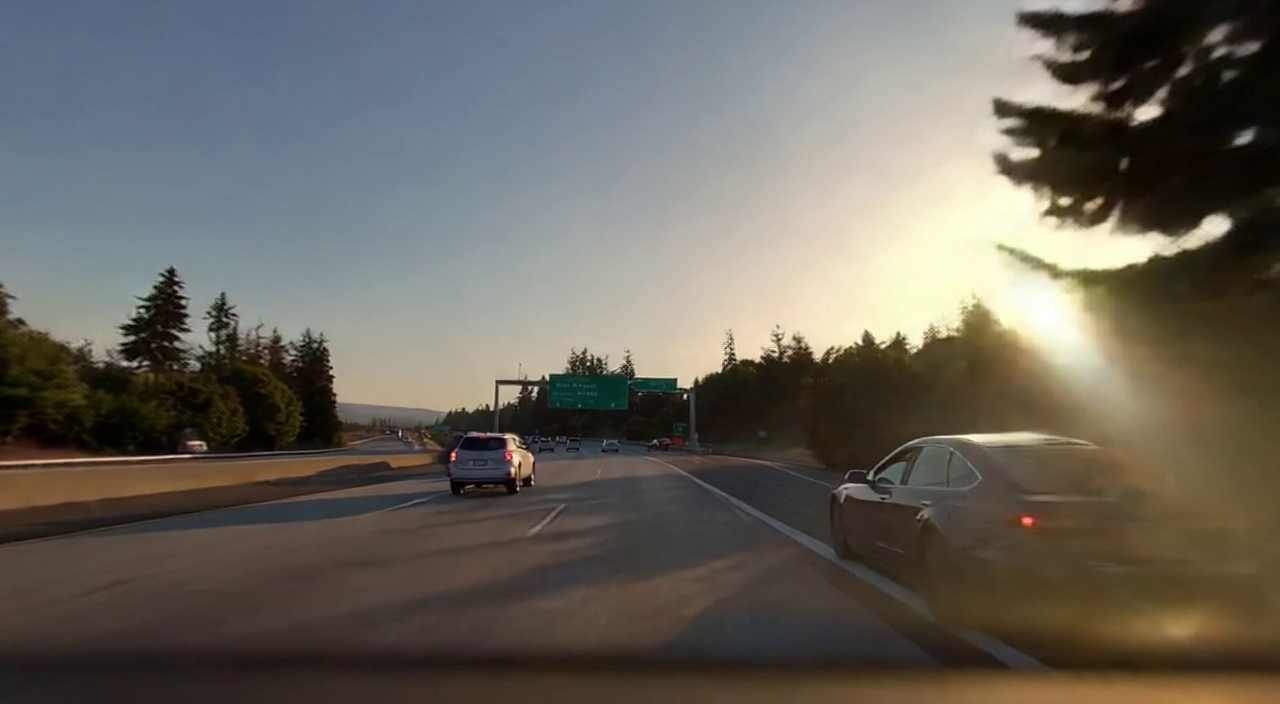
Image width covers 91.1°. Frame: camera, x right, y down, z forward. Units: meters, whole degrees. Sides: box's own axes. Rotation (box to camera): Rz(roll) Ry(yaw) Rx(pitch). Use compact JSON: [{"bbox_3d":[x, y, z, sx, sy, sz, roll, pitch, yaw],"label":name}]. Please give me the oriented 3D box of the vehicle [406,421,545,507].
[{"bbox_3d":[-3.858,2.745,15.834,2.142,1.789,5.009,0,-9,0],"label":"vehicle"}]
